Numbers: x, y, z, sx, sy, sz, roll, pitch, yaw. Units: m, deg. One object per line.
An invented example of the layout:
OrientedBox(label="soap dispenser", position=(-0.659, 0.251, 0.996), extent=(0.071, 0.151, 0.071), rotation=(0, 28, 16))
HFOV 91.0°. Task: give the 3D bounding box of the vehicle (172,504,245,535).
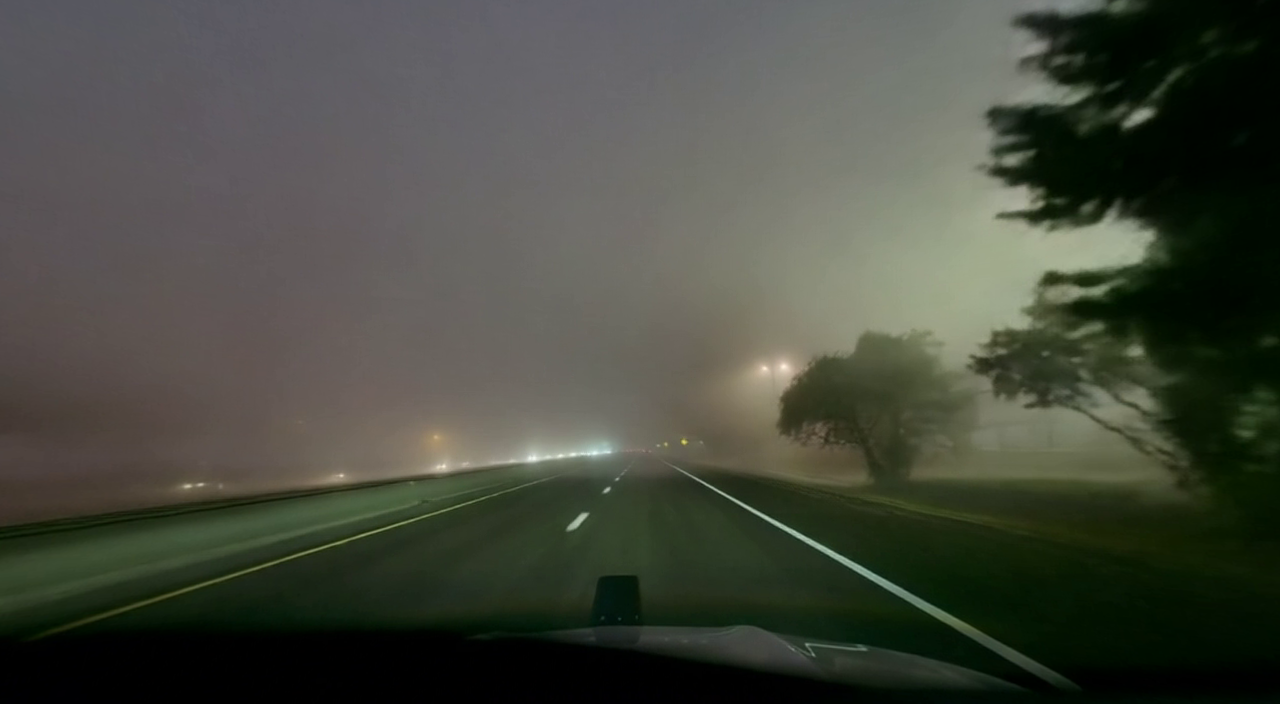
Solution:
OrientedBox(label="vehicle", position=(-30.136, 11.703, 44.143), extent=(1.775, 1.530, 4.579), rotation=(-1, -9, 2))
